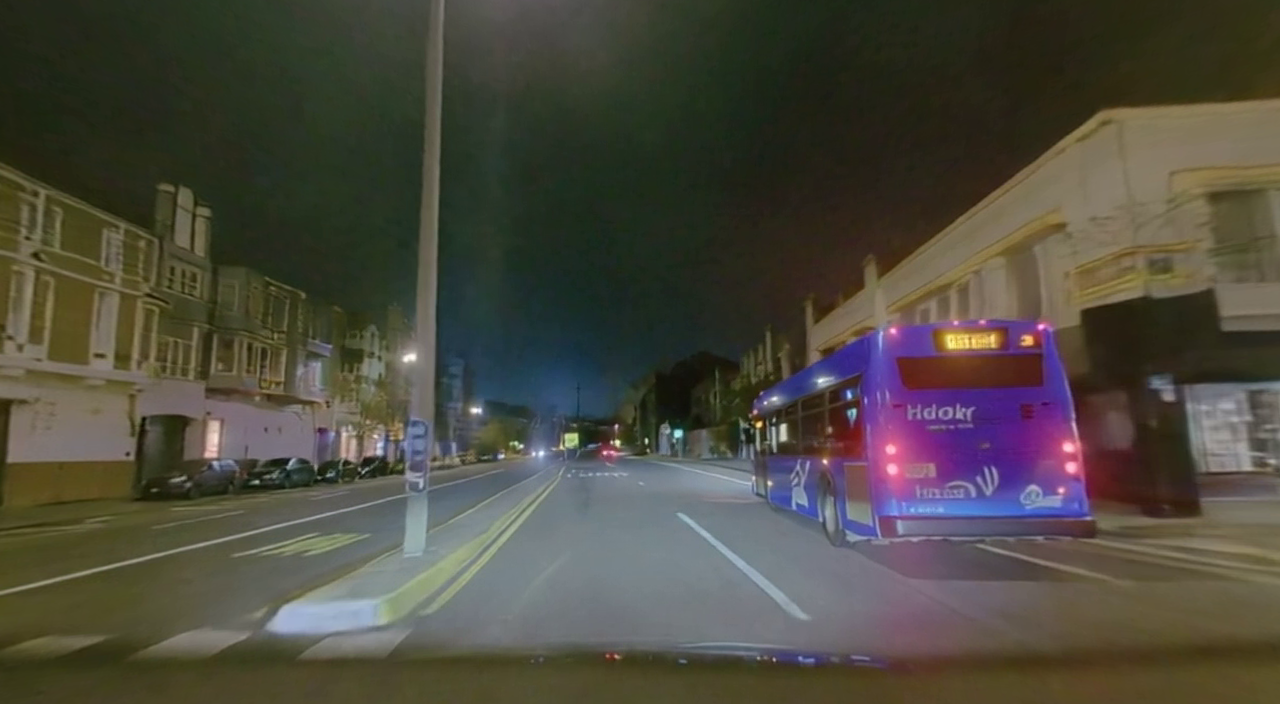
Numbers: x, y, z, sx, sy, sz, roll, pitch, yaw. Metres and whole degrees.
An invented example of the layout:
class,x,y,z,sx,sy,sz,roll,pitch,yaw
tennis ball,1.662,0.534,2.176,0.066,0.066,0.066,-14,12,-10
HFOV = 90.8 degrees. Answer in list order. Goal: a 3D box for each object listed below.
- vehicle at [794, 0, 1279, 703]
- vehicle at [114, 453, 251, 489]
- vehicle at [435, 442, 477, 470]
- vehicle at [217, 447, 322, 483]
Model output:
class,x,y,z,sx,sy,sz,roll,pitch,yaw
vehicle,4.187,0.251,4.244,3.194,3.345,12.428,0,-8,0
vehicle,-20.777,5.412,28.923,4.592,1.474,1.880,3,-9,-17
vehicle,-14.138,7.966,48.811,2.084,2.027,4.557,0,-8,-3
vehicle,-19.776,6.032,33.872,4.392,1.800,1.902,0,-8,1
